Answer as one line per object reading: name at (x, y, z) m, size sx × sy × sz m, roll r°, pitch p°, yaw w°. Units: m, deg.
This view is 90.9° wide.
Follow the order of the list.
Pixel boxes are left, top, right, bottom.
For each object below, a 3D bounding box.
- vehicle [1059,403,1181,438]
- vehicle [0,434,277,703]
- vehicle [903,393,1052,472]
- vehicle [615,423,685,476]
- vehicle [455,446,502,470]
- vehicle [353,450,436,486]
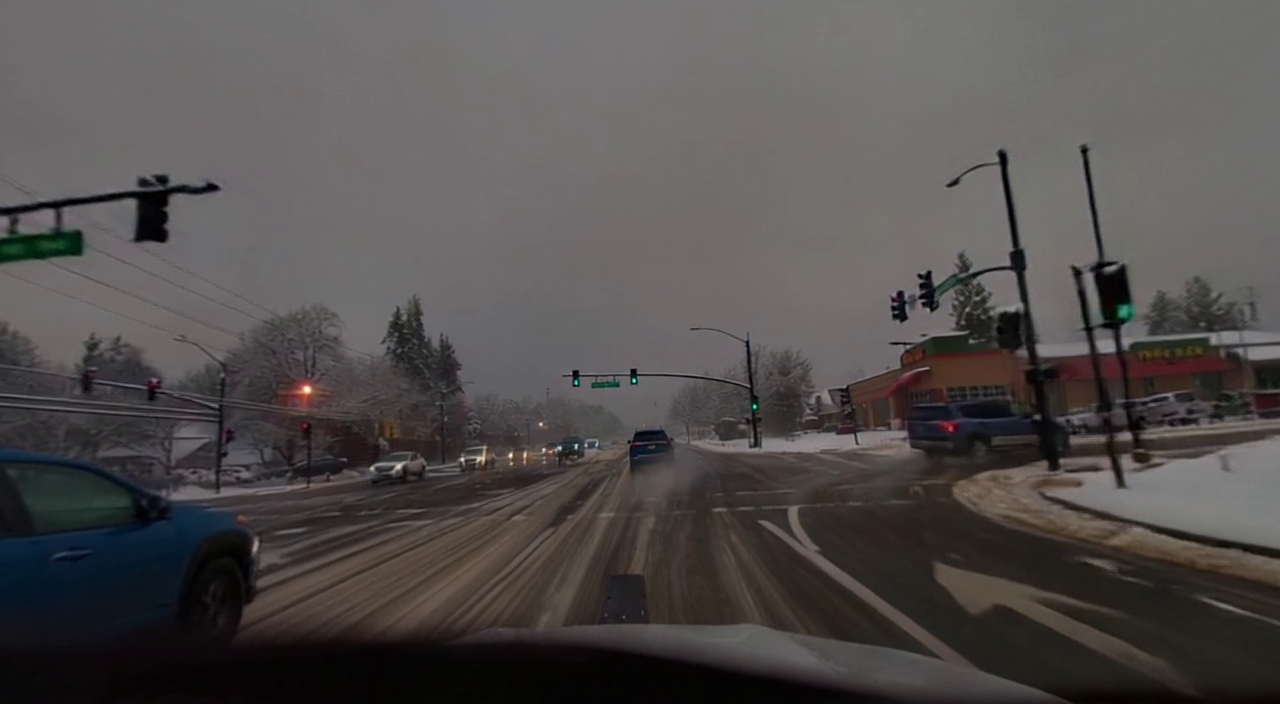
vehicle at (25.585, 3.694, 33.735) m, size 4.769 × 1.486 × 2.043 m, roll -3°, pitch -8°, yaw 1°
vehicle at (-3.700, 1.070, 2.522) m, size 1.996 × 1.463 × 4.094 m, roll 0°, pitch -8°, yaw 1°
vehicle at (10.895, 2.609, 20.117) m, size 5.877 × 2.148 × 2.452 m, roll 8°, pitch -12°, yaw -44°
vehicle at (0.313, 3.878, 25.249) m, size 2.513 × 1.854 × 5.235 m, roll 0°, pitch -8°, yaw -1°
vehicle at (-11.393, 7.500, 44.846) m, size 2.184 × 1.641 × 4.429 m, roll 0°, pitch -8°, yaw 0°
vehicle at (-11.293, 5.365, 29.446) m, size 2.016 × 1.468 × 4.612 m, roll 0°, pitch -8°, yaw 0°
